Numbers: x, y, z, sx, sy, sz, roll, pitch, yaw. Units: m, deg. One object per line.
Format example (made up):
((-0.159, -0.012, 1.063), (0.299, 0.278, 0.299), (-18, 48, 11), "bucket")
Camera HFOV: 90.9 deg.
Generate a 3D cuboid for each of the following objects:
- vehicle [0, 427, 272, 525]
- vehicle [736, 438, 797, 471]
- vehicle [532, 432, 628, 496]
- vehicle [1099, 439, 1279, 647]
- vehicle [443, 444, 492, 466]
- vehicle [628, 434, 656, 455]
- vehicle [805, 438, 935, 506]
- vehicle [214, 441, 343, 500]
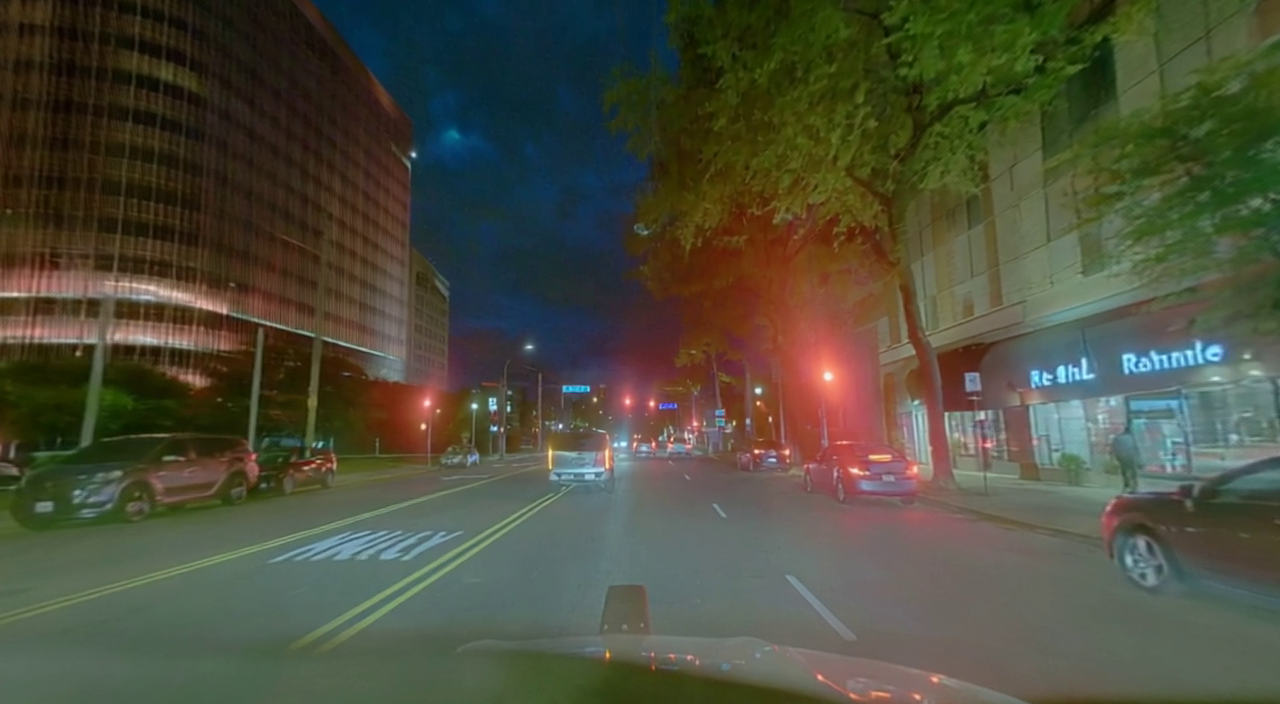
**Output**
((-12.586, 3.056, 16.302), (2.384, 2.044, 6.030), (0, -8, 1), "vehicle")
((6.017, 4.947, 30.570), (1.956, 1.446, 4.537), (0, -8, -1), "vehicle")
((-1.591, 2.864, 16.579), (2.169, 1.427, 4.531), (1, -8, -6), "vehicle")
((5.769, 1.354, 4.226), (1.961, 1.533, 4.473), (0, -8, 0), "vehicle")
((-12.425, 7.409, 45.642), (2.075, 1.472, 4.638), (0, -8, 2), "vehicle")
((0.111, 7.325, 49.910), (2.102, 1.521, 4.078), (0, -8, -2), "vehicle")
((5.822, 3.058, 16.526), (1.986, 1.555, 3.879), (0, -8, 1), "vehicle")
((-12.560, 4.101, 22.310), (2.000, 1.708, 4.494), (-3, -8, -1), "vehicle")
